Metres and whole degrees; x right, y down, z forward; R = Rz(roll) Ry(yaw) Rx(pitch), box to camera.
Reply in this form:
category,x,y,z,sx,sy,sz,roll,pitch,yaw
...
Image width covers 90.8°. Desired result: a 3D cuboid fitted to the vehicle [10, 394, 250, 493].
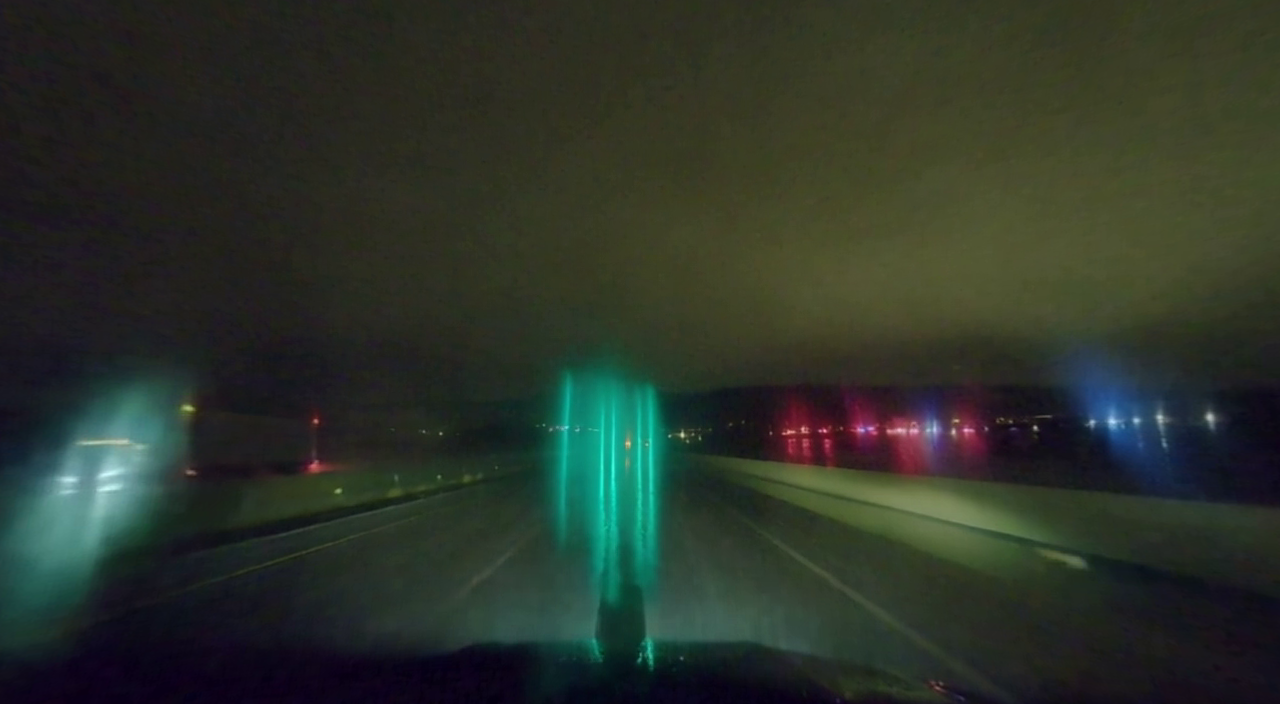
category,x,y,z,sx,sy,sz,roll,pitch,yaw
vehicle,-23.956,4.534,30.908,3.017,3.983,10.478,0,-9,-1
